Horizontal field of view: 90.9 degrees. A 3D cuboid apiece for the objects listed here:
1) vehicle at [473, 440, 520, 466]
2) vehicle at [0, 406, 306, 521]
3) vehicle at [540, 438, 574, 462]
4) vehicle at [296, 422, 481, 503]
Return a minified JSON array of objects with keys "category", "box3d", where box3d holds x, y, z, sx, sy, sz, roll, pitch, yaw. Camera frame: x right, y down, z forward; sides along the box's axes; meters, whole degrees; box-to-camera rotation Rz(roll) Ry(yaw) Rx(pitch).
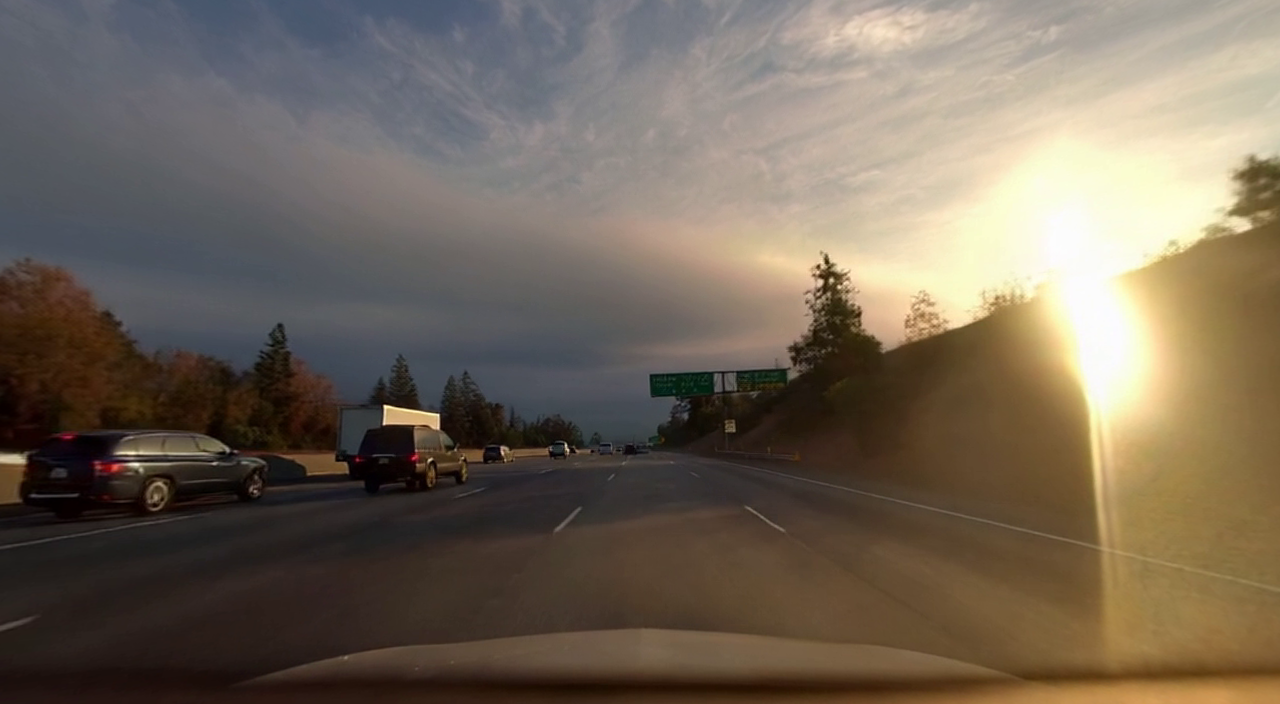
[{"category":"vehicle","box3d":[-9.740,6.832,43.094,2.060,1.662,4.469,-1,-8,2]},{"category":"vehicle","box3d":[-10.246,2.310,13.764,2.576,1.922,6.067,0,-8,0]},{"category":"vehicle","box3d":[-6.241,7.408,47.853,2.009,1.735,4.358,0,-8,0]},{"category":"vehicle","box3d":[-6.350,2.877,17.115,2.403,1.773,6.276,0,-8,0]}]
